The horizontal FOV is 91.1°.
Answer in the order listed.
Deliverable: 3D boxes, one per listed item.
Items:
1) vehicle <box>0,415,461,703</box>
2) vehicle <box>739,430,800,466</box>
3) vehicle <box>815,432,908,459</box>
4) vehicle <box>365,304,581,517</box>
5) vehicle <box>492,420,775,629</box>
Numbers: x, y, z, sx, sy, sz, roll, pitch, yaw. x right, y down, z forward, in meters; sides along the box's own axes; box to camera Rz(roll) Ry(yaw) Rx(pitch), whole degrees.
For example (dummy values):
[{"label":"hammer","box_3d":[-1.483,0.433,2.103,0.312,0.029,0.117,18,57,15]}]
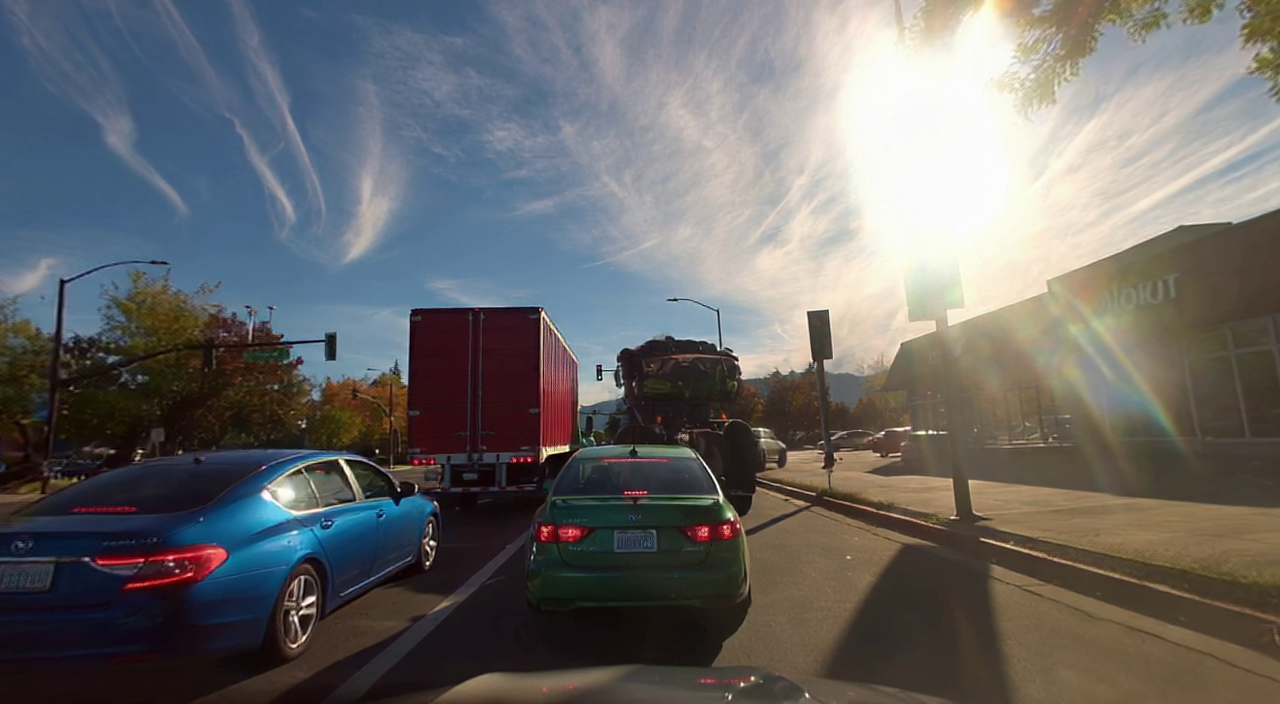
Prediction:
[{"label":"vehicle","box_3d":[-3.103,1.361,5.165,1.969,1.471,4.378,0,-8,0]},{"label":"vehicle","box_3d":[6.960,5.231,34.281,2.061,1.845,4.829,0,-8,-3]},{"label":"vehicle","box_3d":[12.562,5.345,35.811,4.574,1.478,1.880,-1,-8,4]},{"label":"vehicle","box_3d":[-3.277,1.527,14.747,3.020,3.800,7.105,0,-8,0]},{"label":"vehicle","box_3d":[-0.109,1.569,6.721,2.067,1.506,4.118,0,-8,-2]}]
